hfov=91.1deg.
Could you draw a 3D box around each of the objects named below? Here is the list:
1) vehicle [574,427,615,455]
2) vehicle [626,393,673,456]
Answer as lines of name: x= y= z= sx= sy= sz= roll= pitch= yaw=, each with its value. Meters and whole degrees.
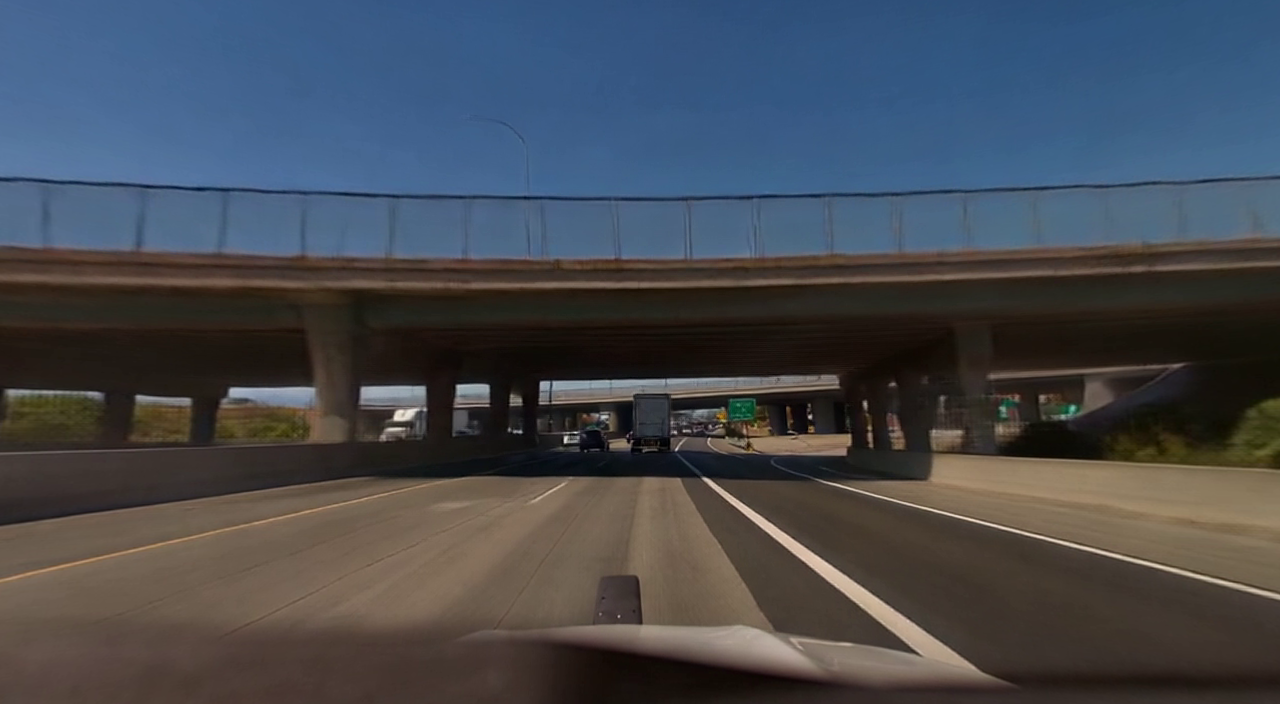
vehicle: x=-2.962 y=5.941 z=42.150 sx=2.119 sy=1.787 sz=4.655 roll=0 pitch=-8 yaw=3
vehicle: x=0.819 y=5.350 z=45.769 sx=3.024 sy=4.019 sz=10.605 roll=0 pitch=-8 yaw=2
